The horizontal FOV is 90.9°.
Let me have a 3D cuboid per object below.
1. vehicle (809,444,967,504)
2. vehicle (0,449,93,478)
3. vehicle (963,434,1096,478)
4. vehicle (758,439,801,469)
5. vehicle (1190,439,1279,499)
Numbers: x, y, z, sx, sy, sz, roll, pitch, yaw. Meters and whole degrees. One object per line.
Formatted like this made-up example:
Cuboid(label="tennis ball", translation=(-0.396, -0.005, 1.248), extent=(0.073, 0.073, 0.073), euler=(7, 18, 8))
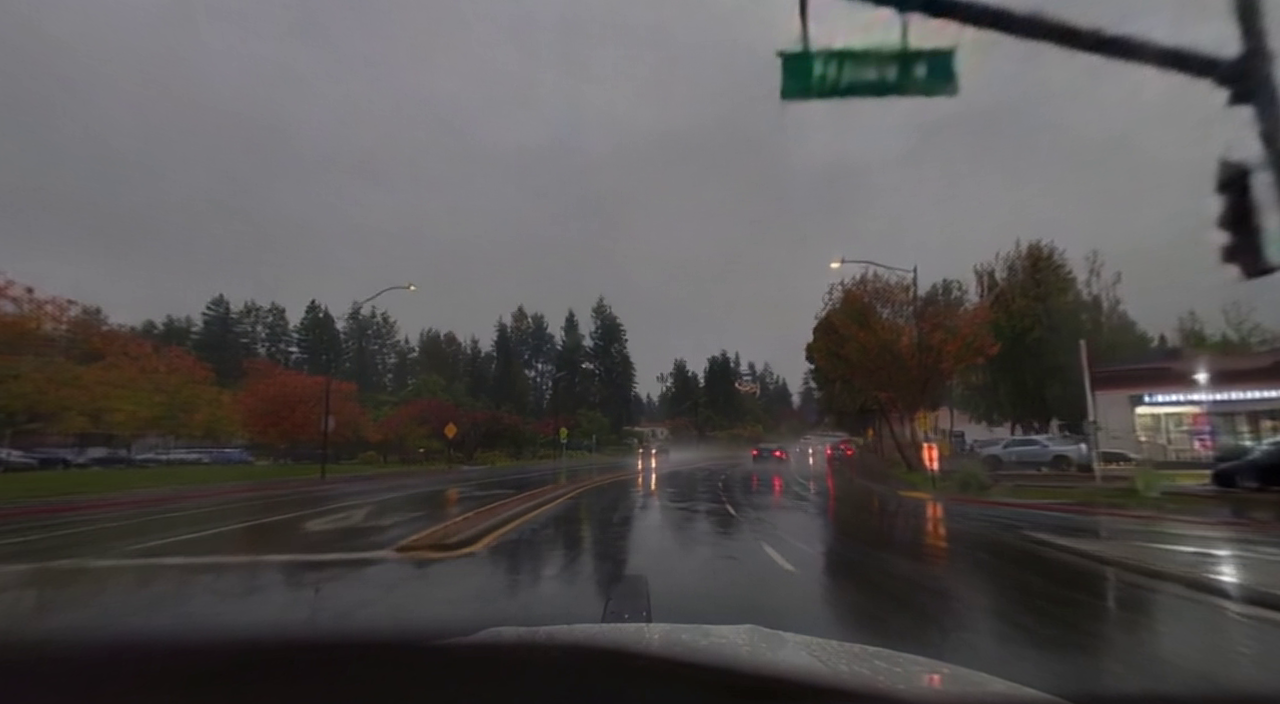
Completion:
Cuboid(label="vehicle", translation=(6.862, 3.380, 18.067), extent=(1.938, 1.466, 4.434), euler=(2, -9, -14))
Cuboid(label="vehicle", translation=(-37.835, 7.021, 40.035), extent=(2.143, 1.624, 4.728), euler=(2, -8, -5))
Cuboid(label="vehicle", translation=(17.467, 4.670, 28.561), extent=(4.557, 1.825, 2.350), euler=(-2, -9, 14))
Cuboid(label="vehicle", translation=(8.628, 6.220, 38.696), extent=(2.311, 1.715, 4.287), euler=(-2, -9, 16))
Cuboid(label="vehicle", translation=(18.498, 3.403, 18.658), extent=(4.135, 1.580, 1.908), euler=(5, -10, -29))
